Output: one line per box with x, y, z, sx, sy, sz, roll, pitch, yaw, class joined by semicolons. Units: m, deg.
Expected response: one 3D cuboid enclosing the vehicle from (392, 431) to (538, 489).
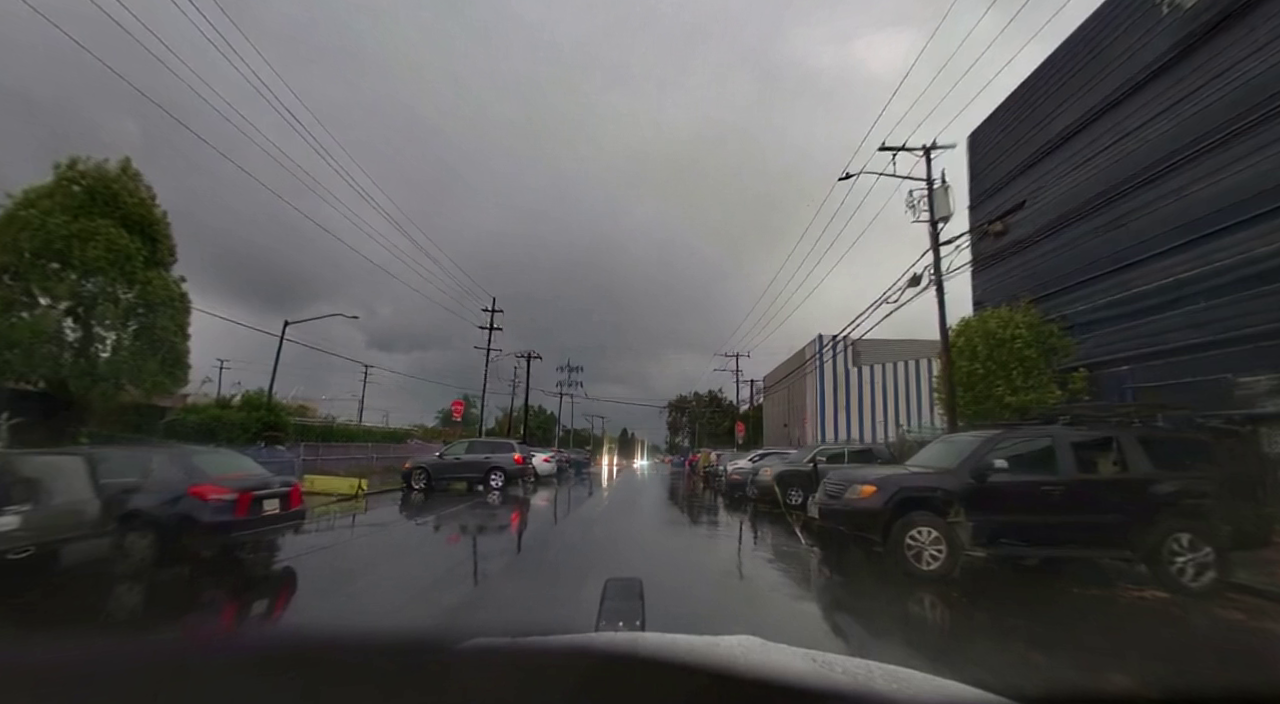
-6.335;3.977;23.337;4.727;1.976;1.970;0;-10;1;vehicle

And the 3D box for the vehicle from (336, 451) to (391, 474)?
-19.182;7.683;44.062;1.834;1.459;4.181;0;-9;2;vehicle

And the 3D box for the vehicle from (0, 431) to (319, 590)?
-6.704;1.751;7.502;4.672;1.474;1.859;3;-11;1;vehicle

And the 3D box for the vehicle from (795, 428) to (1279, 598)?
4.962;1.727;7.289;5.762;1.626;2.184;0;-9;1;vehicle
